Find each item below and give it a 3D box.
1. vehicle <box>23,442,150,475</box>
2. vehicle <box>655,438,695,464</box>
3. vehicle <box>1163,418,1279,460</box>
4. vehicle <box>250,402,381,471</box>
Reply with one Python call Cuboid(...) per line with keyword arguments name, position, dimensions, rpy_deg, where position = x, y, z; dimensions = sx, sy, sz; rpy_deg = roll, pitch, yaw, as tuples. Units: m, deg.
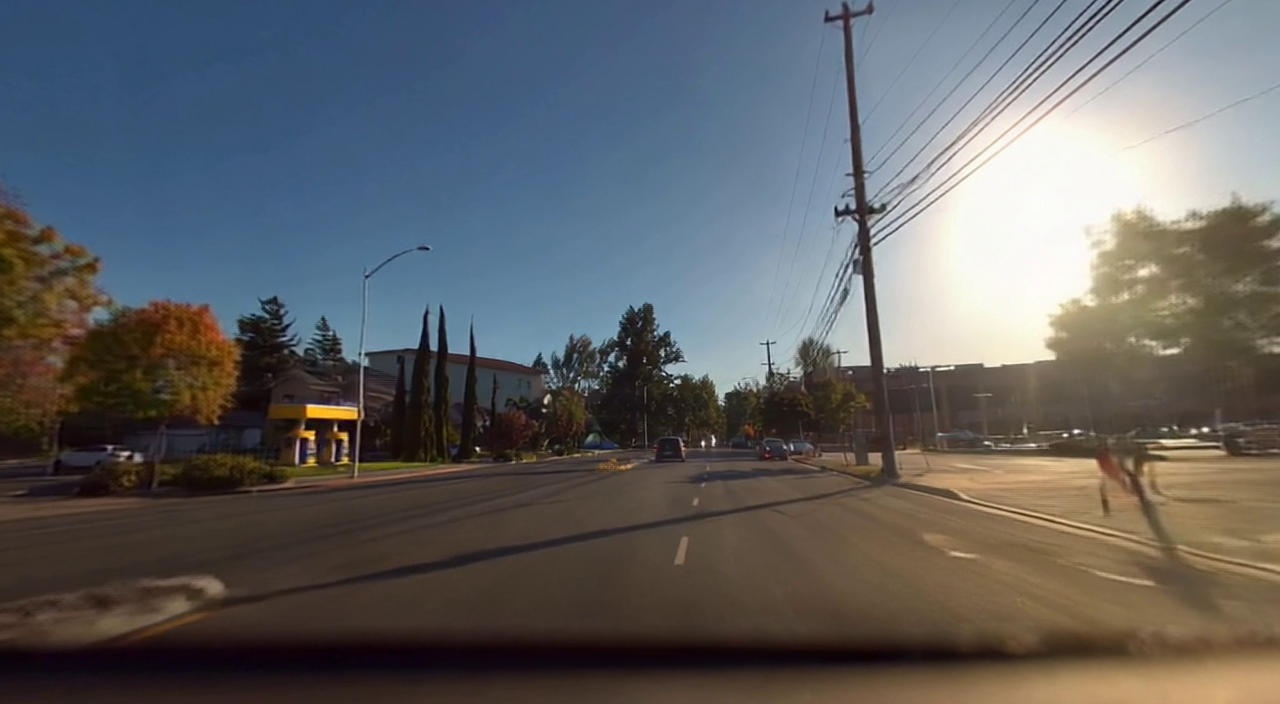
Cuboid(name="vehicle", position=(-34.469, 6.633, 39.595), dimensions=(2.111, 1.883, 5.784), rpy_deg=(-2, -8, 10))
Cuboid(name="vehicle", position=(2.188, 6.020, 38.520), dimensions=(2.073, 1.525, 3.968), rpy_deg=(-1, -8, 7))
Cuboid(name="vehicle", position=(23.390, 3.330, 24.109), dimensions=(1.908, 1.474, 4.885), rpy_deg=(2, -9, -17))
Cuboid(name="vehicle", position=(-18.450, 4.933, 36.608), dimensions=(2.923, 3.546, 7.640), rpy_deg=(-1, -8, 5))
